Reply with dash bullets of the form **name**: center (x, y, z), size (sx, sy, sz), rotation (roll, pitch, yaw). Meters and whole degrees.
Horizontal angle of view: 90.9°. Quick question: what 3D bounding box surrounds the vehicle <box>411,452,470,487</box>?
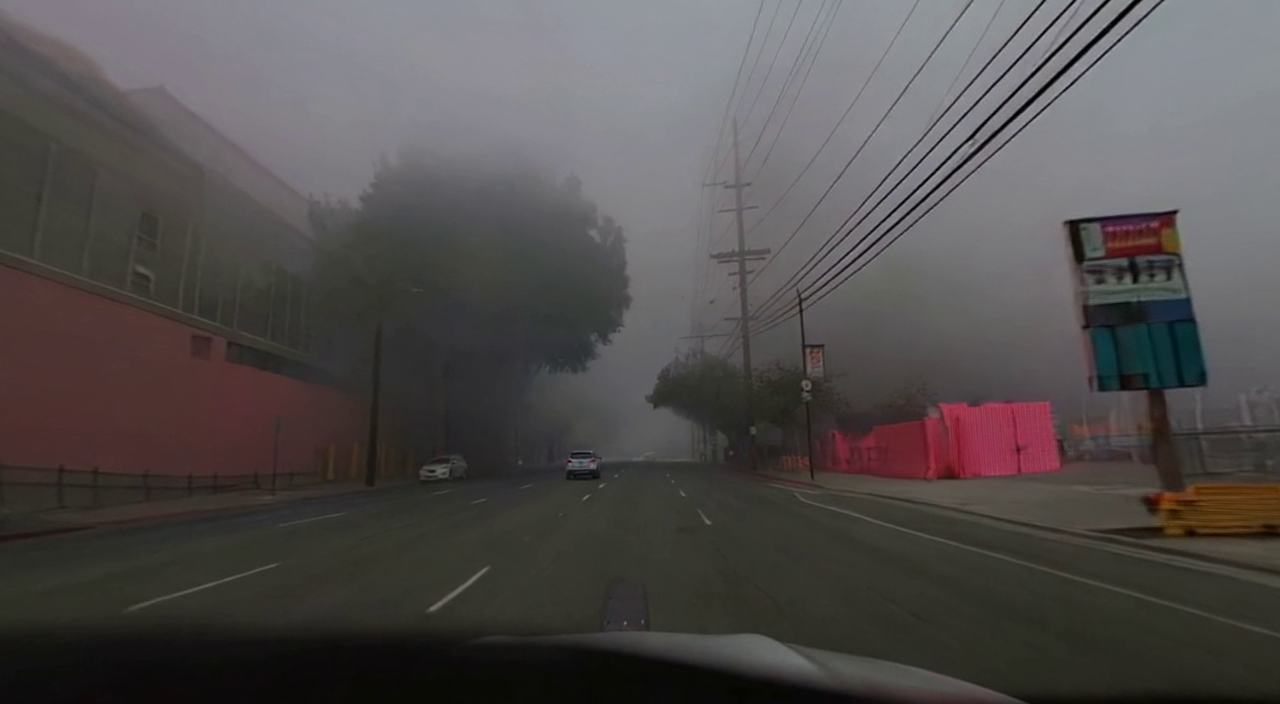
- **vehicle**: center (-11.799, 6.955, 37.662), size (2.052, 1.898, 4.253), rotation (-1, -9, 1)

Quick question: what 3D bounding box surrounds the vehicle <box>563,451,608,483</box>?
- **vehicle**: center (-2.906, 6.227, 34.484), size (2.036, 1.589, 4.549), rotation (-1, -9, 1)
